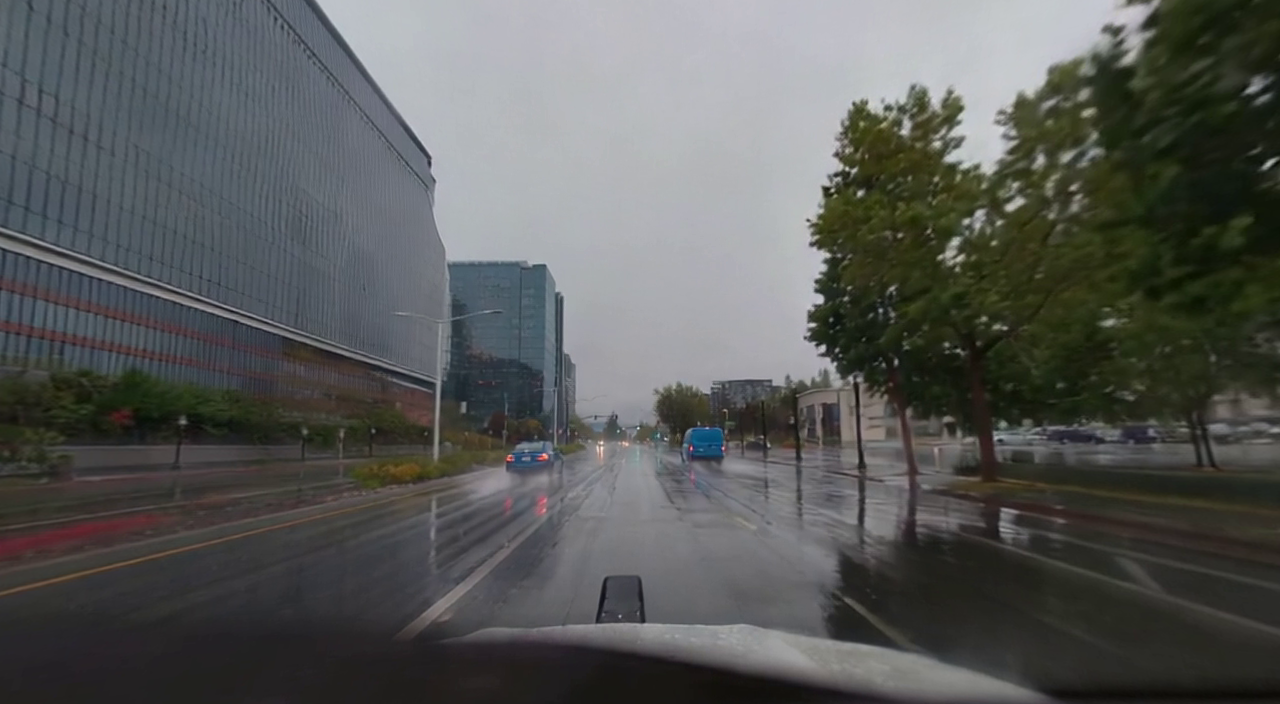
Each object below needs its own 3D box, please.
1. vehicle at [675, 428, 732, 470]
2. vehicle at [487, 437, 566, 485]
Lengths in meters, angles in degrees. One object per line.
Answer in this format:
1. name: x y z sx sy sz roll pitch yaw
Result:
1. vehicle: 3.089 4.895 31.847 2.200 1.914 5.145 0 -8 -1
2. vehicle: -3.719 3.635 21.325 1.864 1.464 4.195 0 -8 0
